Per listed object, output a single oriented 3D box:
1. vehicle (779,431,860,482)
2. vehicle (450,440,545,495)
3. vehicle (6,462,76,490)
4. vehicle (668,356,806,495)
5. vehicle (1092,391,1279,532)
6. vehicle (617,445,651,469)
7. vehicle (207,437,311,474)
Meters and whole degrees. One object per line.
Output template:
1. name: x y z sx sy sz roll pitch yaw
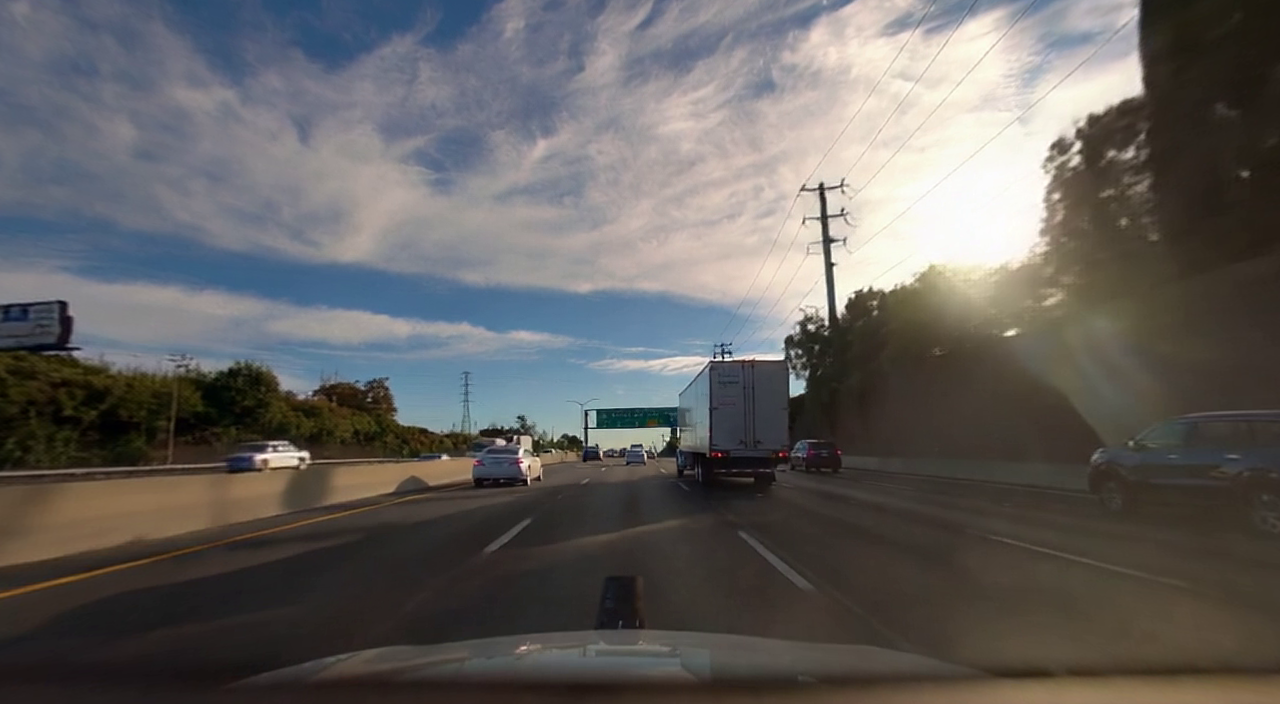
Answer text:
1. vehicle: 7.474 4.401 26.746 2.079 1.938 4.630 0 -8 0
2. vehicle: -4.239 3.491 19.372 1.968 1.507 3.829 0 -8 1
3. vehicle: -39.087 8.062 41.203 1.906 1.521 4.931 5 -10 -27
4. vehicle: 3.235 3.349 26.828 2.907 4.109 16.177 0 -8 -1
5. vehicle: 11.020 1.794 10.439 2.420 2.141 5.994 0 -8 -2
6. vehicle: -0.359 6.767 40.725 2.047 1.485 3.938 0 -8 0
7. vehicle: -19.081 5.211 31.874 2.146 1.673 5.184 0 -8 -2
